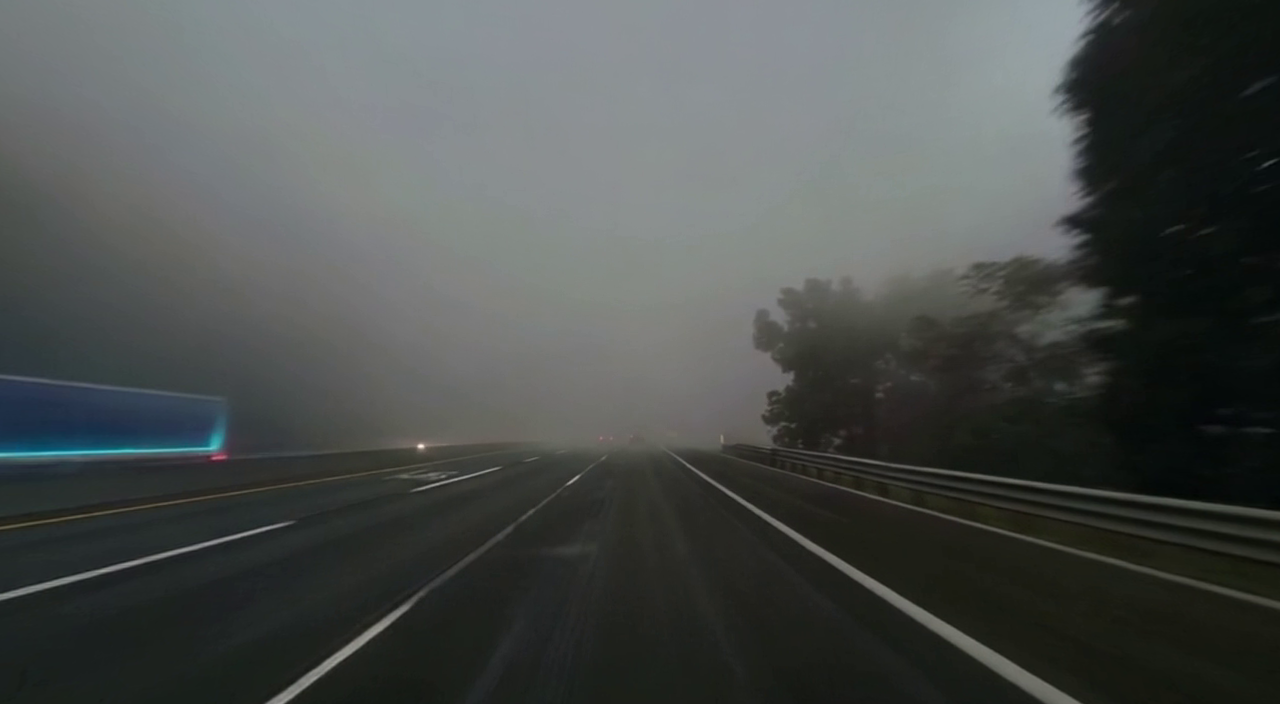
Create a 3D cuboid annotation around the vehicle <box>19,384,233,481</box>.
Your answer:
[{"bbox_3d":[-23.412,3.789,29.544,2.887,3.875,8.389,0,-8,0],"label":"vehicle"}]

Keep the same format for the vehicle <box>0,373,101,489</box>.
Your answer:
[{"bbox_3d":[-23.287,2.532,20.169,3.030,3.937,10.121,0,-8,-1],"label":"vehicle"}]
